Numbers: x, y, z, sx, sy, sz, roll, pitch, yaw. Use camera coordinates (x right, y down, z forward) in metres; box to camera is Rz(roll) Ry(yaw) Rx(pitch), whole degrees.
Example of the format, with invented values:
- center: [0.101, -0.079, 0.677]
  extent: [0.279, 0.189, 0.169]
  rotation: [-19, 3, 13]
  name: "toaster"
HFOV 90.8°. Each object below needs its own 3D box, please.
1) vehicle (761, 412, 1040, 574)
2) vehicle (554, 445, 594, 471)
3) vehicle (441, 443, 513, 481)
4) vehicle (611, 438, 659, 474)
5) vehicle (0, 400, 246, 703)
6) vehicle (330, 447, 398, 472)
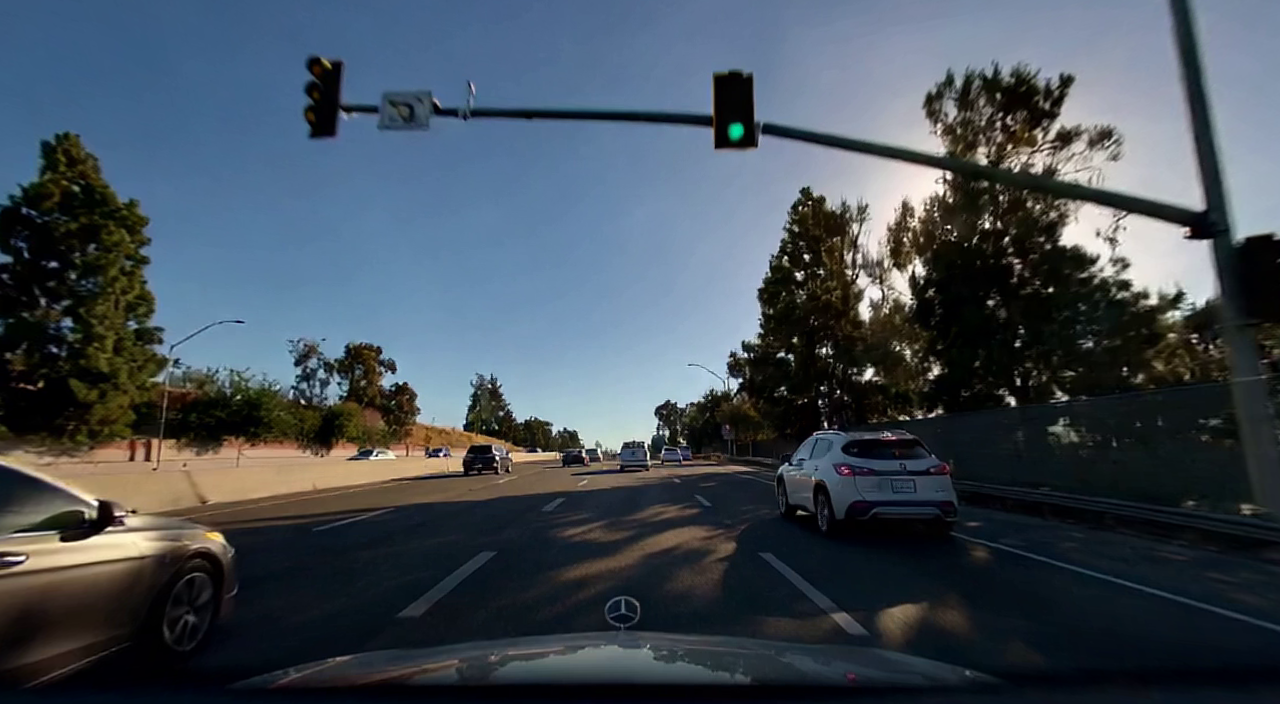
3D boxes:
- center: [3.233, 1.852, 9.111]
  extent: [2.029, 1.716, 4.545]
  rotation: [0, -8, -1]
  name: "vehicle"
- center: [-3.921, 6.369, 38.112]
  extent: [1.968, 1.473, 4.209]
  rotation: [0, -8, 0]
  name: "vehicle"
- center: [-6.959, 4.707, 27.397]
  extent: [1.980, 1.519, 4.147]
  rotation: [0, -8, 0]
  name: "vehicle"
- center: [-0.266, 5.526, 33.833]
  extent: [2.408, 1.748, 4.217]
  rotation: [0, -8, -1]
  name: "vehicle"
- center: [-3.451, 0.795, 1.325]
  extent: [2.130, 1.514, 4.766]
  rotation: [0, -8, 1]
  name: "vehicle"
- center: [-17.070, 6.651, 39.328]
  extent: [2.045, 1.482, 4.665]
  rotation: [0, -8, 1]
  name: "vehicle"
